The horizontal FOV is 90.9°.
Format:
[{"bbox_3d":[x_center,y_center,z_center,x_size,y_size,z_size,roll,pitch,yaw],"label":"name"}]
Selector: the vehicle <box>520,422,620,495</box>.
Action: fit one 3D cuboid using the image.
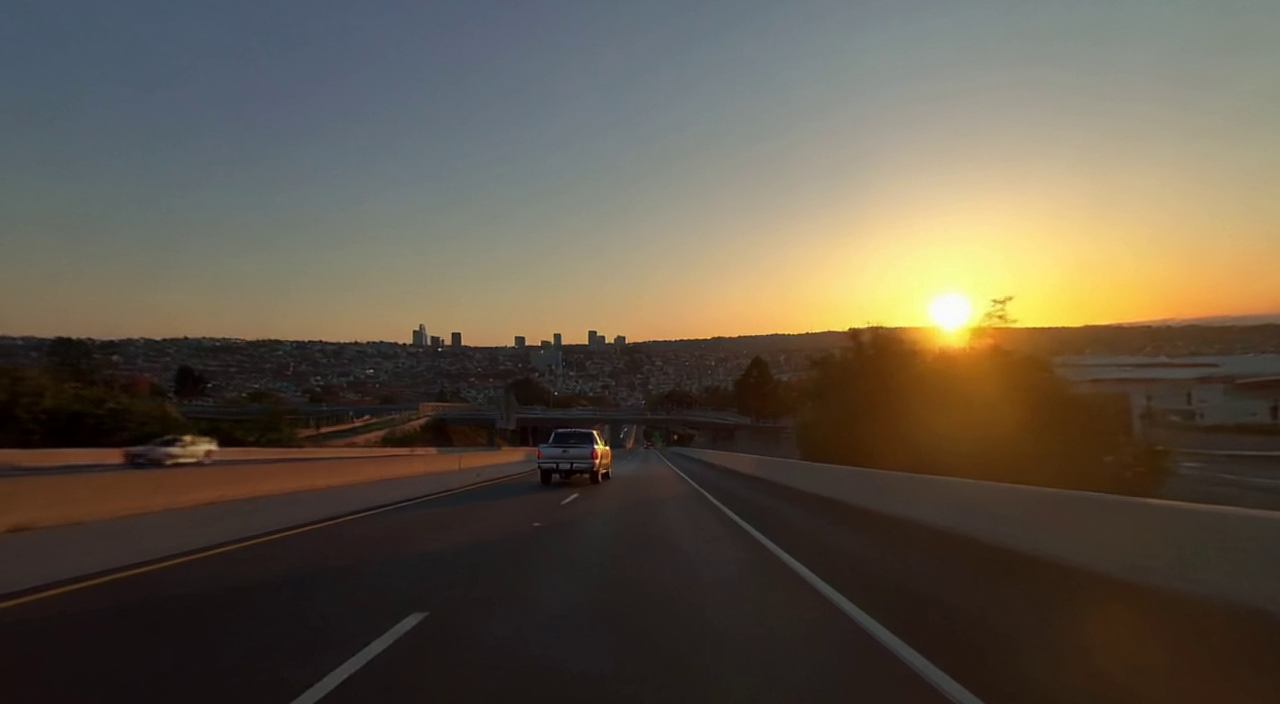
[{"bbox_3d":[-1.992,3.289,19.860,2.350,1.932,5.562,-1,-8,2],"label":"vehicle"}]
